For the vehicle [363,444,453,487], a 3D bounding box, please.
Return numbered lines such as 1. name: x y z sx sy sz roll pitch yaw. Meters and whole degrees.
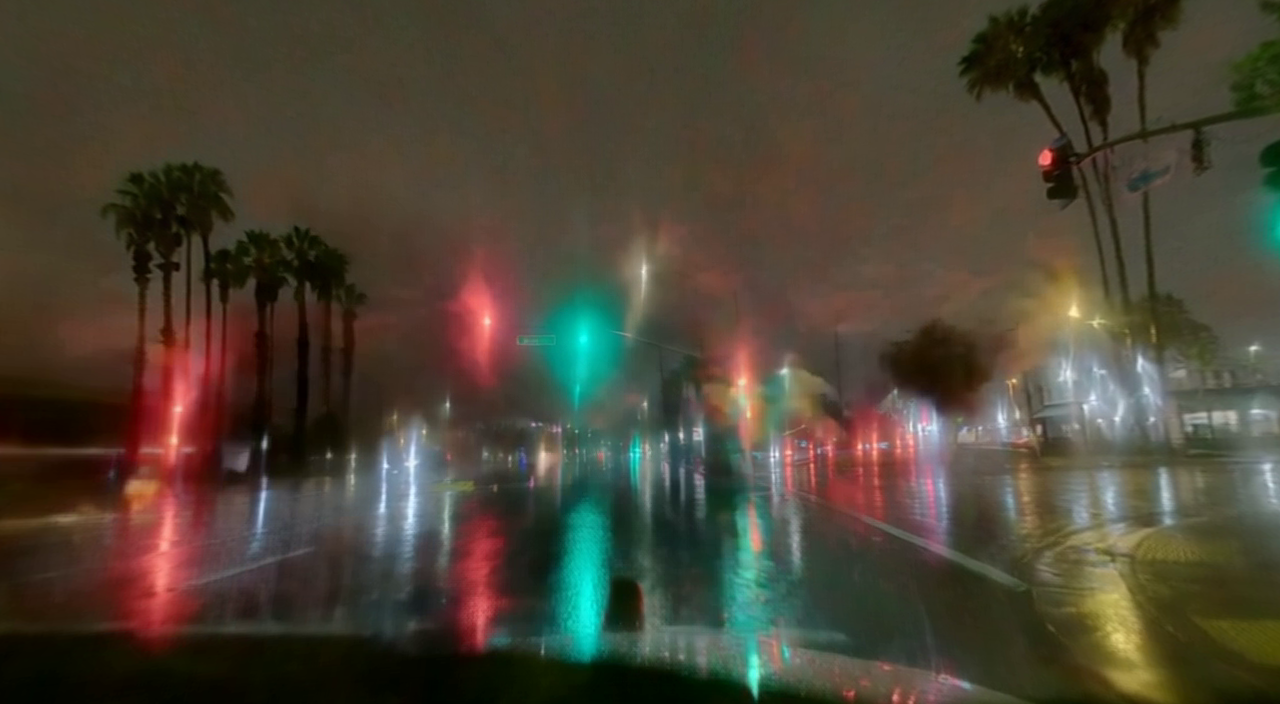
1. vehicle: -10.740 5.263 29.597 2.270 1.833 4.860 0 -9 1
